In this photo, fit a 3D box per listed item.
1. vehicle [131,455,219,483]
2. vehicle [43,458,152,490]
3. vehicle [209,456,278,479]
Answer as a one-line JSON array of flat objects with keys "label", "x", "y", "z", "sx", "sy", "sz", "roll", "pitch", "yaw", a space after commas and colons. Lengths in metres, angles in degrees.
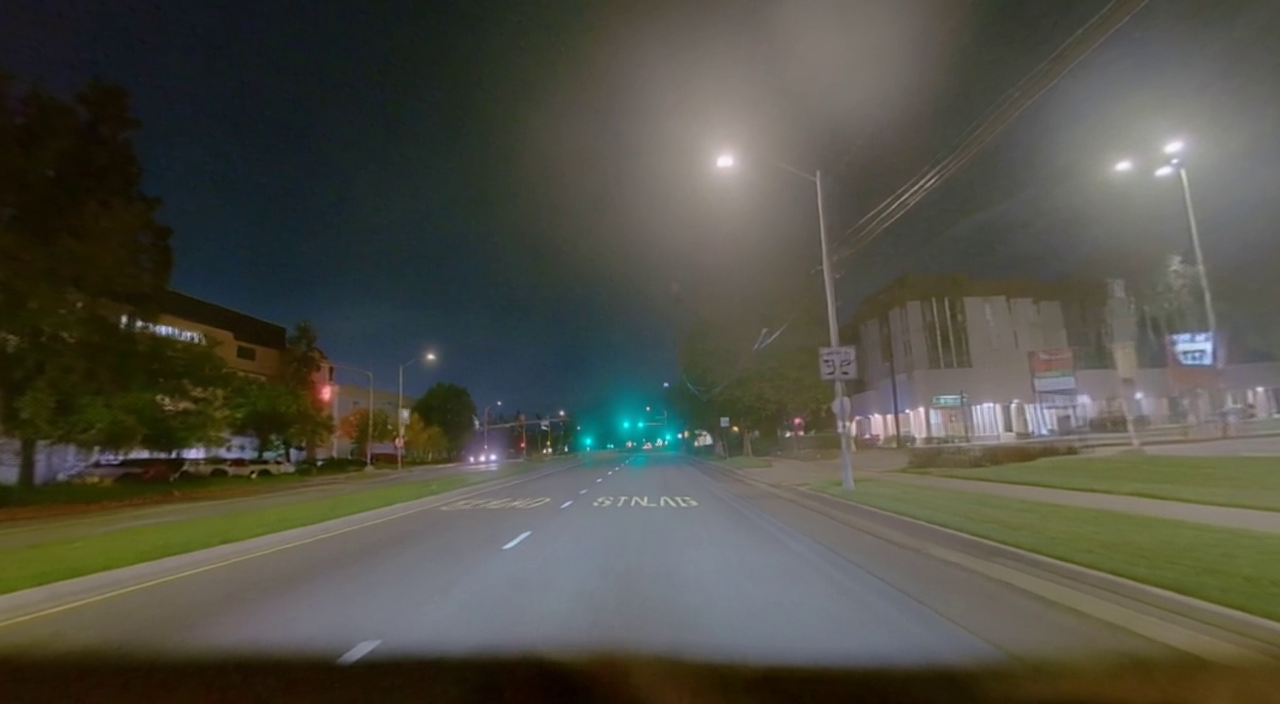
[{"label": "vehicle", "x": -28.064, "y": 7.046, "z": 37.977, "sx": 3.664, "sy": 1.564, "sz": 2.023, "roll": 0, "pitch": -9, "yaw": 1}, {"label": "vehicle", "x": -27.566, "y": 6.205, "z": 31.988, "sx": 3.797, "sy": 1.527, "sz": 1.830, "roll": 0, "pitch": -9, "yaw": 0}, {"label": "vehicle", "x": -27.384, "y": 7.944, "z": 43.370, "sx": 3.592, "sy": 1.501, "sz": 1.697, "roll": 0, "pitch": -9, "yaw": 2}]
